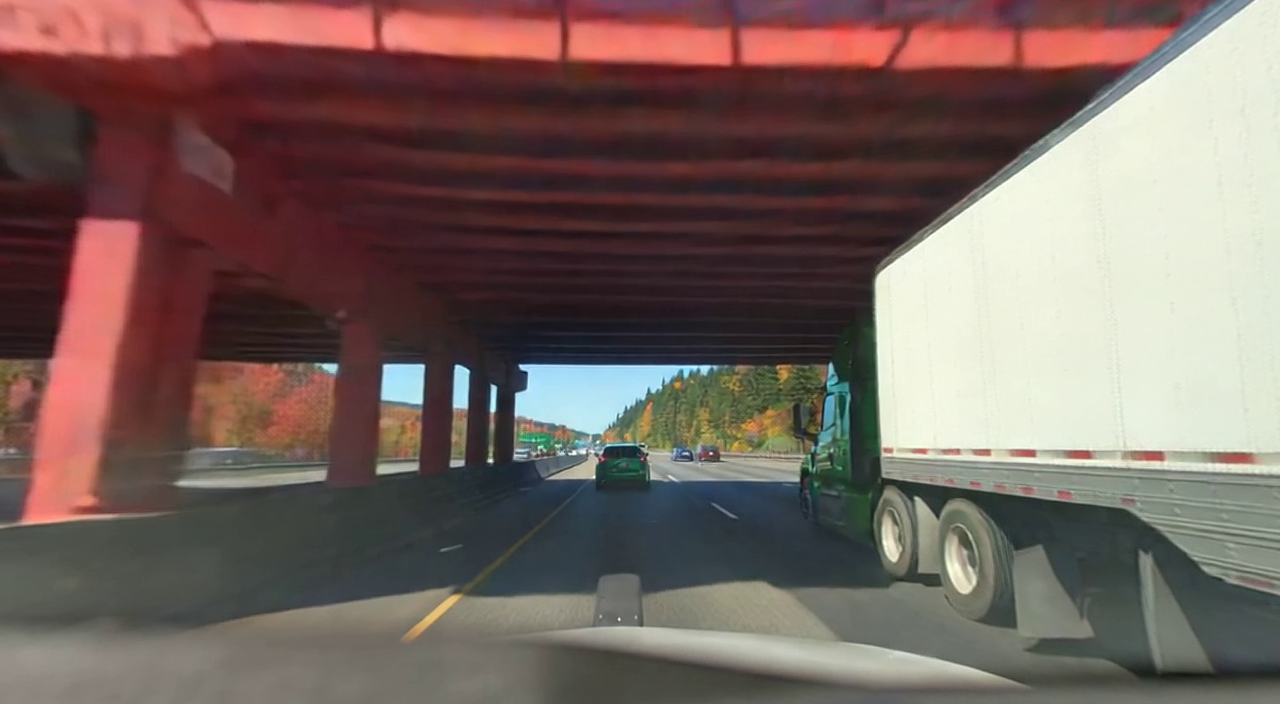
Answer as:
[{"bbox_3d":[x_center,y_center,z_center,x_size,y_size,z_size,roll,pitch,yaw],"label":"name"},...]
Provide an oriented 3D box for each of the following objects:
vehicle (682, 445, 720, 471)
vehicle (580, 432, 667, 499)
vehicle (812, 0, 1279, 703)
[{"bbox_3d":[3.754,6.582,39.082,1.894,1.487,3.751,0,-9,-2],"label":"vehicle"},{"bbox_3d":[-0.467,3.272,18.378,2.259,1.699,4.015,0,-9,-1],"label":"vehicle"},{"bbox_3d":[4.258,0.037,5.041,2.992,3.920,8.831,0,-9,-1],"label":"vehicle"}]
